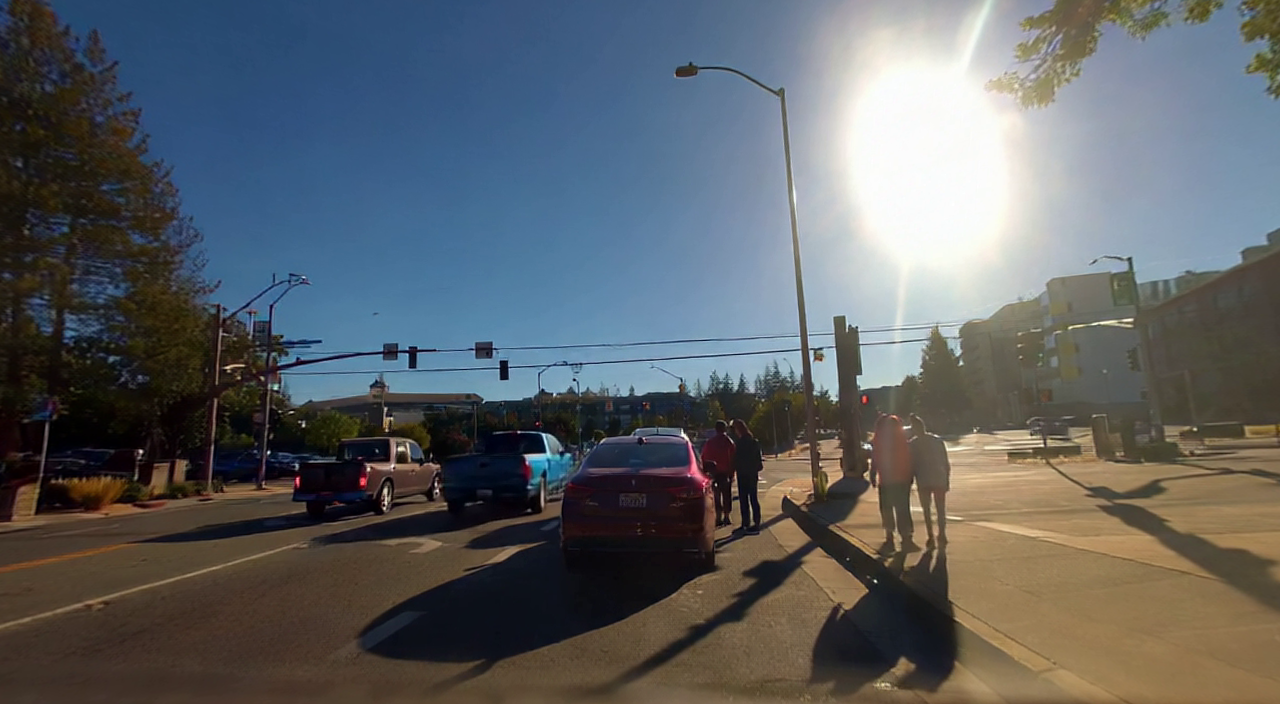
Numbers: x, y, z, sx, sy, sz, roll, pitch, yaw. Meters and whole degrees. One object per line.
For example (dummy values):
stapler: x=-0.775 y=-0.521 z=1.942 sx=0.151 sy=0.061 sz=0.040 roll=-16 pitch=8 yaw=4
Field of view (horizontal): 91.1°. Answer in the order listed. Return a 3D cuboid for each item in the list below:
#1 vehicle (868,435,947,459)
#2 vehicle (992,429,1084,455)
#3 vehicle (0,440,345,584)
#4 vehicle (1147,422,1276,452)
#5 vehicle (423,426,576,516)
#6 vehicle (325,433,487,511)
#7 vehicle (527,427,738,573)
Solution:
vehicle: x=17.509 y=6.215 z=41.123 sx=4.441 sy=1.452 sz=1.798 roll=-5 pitch=-10 yaw=30
vehicle: x=23.821 y=5.436 z=37.737 sx=4.454 sy=1.440 sz=1.816 roll=-5 pitch=-10 yaw=30
vehicle: x=-6.331 y=2.063 z=9.004 sx=1.948 sy=1.530 sz=4.283 roll=0 pitch=-9 yaw=3
vehicle: x=30.536 y=4.602 z=33.784 sx=4.739 sy=1.472 sz=1.804 roll=-5 pitch=-10 yaw=30
vehicle: x=-3.108 y=2.796 z=15.358 sx=2.273 sy=1.788 sz=5.258 roll=-1 pitch=-9 yaw=3
vehicle: x=-6.153 y=3.214 z=17.423 sx=2.230 sy=1.811 sz=5.183 roll=-1 pitch=-9 yaw=3
vehicle: x=-0.051 y=1.857 z=8.670 sx=2.182 sy=1.501 sz=4.150 roll=0 pitch=-9 yaw=1
